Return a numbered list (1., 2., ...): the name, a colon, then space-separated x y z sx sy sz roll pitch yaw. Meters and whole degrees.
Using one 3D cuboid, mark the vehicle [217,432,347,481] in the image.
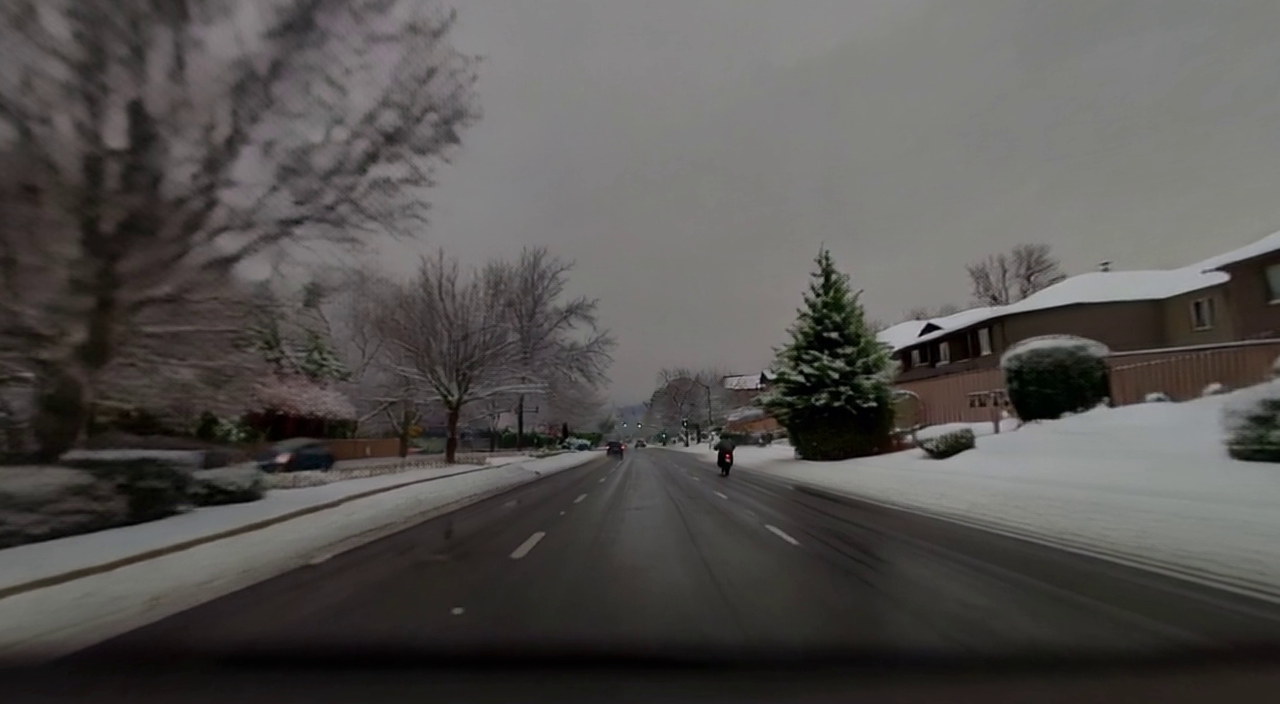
1. vehicle: -13.639 3.997 24.492 2.000 1.662 5.340 -1 -8 -1
